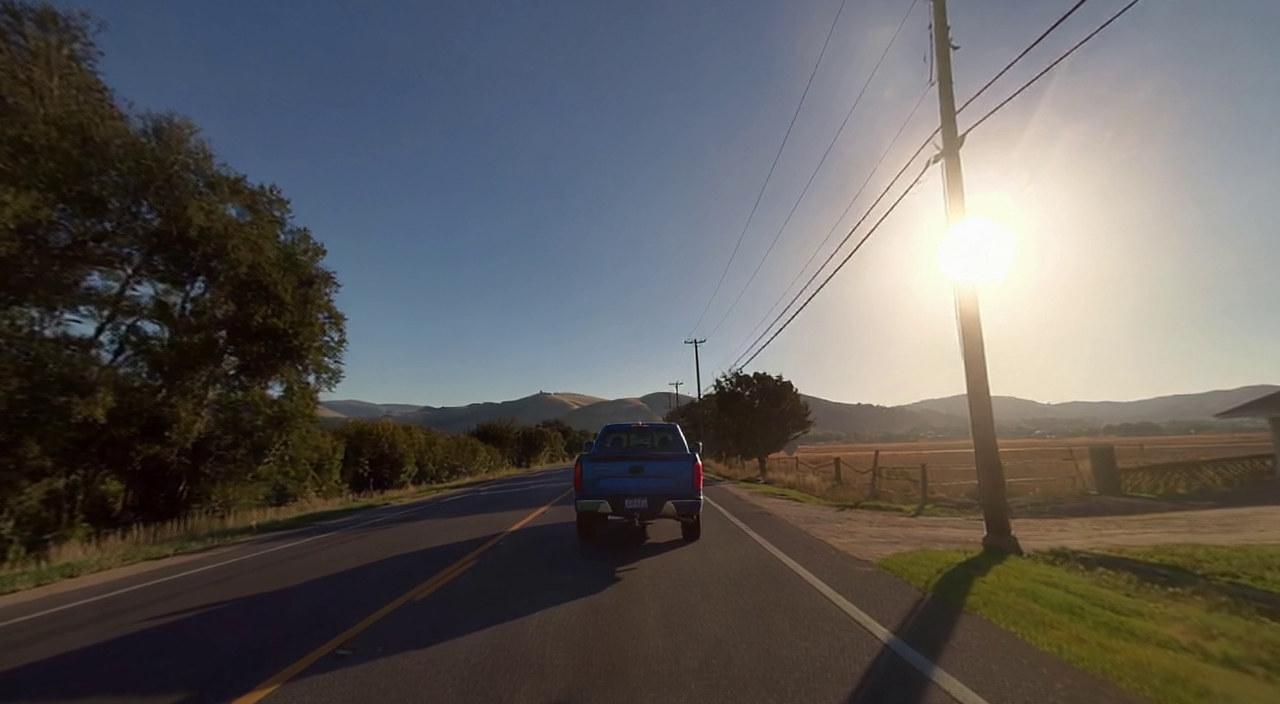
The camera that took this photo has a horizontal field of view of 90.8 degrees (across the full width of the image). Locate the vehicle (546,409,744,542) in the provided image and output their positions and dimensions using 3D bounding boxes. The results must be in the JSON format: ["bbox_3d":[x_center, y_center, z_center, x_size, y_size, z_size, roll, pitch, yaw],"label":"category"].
[{"bbox_3d":[0.030,2.173,11.889,2.774,1.861,5.885,0,-8,-1],"label":"vehicle"}]
